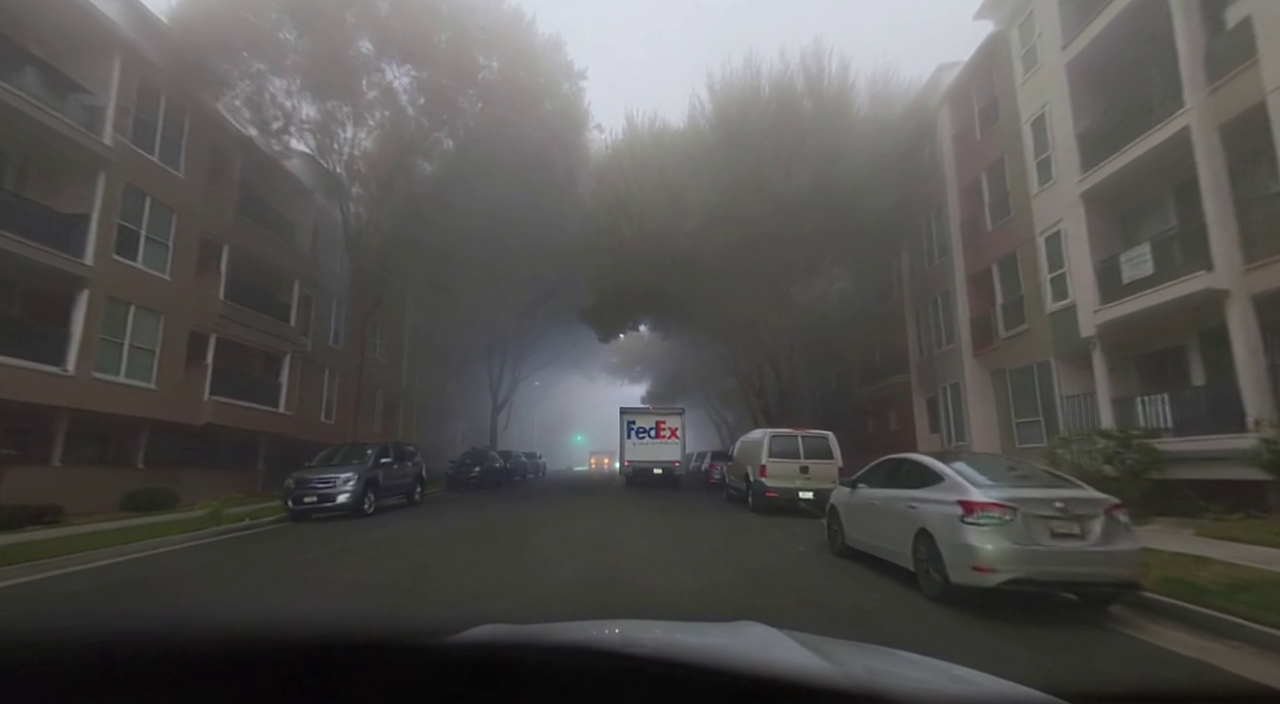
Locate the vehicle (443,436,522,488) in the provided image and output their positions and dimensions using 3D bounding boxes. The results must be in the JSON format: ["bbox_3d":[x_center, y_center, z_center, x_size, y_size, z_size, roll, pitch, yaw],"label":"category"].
[{"bbox_3d":[-6.079,4.297,25.063,2.020,1.867,4.654,0,-8,-1],"label":"vehicle"}]

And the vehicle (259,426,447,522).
[{"bbox_3d":[-5.971,2.584,13.882,2.089,1.757,4.256,0,-8,0],"label":"vehicle"}]

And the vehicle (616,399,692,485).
[{"bbox_3d":[0.441,4.087,28.585,2.930,3.275,8.180,0,-8,-2],"label":"vehicle"}]

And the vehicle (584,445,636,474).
[{"bbox_3d":[-1.653,6.122,36.270,1.981,1.500,3.992,-2,-9,13],"label":"vehicle"}]

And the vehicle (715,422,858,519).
[{"bbox_3d":[3.374,2.870,15.949,2.221,1.991,5.564,0,-8,-1],"label":"vehicle"}]

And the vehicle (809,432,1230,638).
[{"bbox_3d":[3.400,1.682,6.930,1.877,1.500,4.407,0,-8,0],"label":"vehicle"}]
